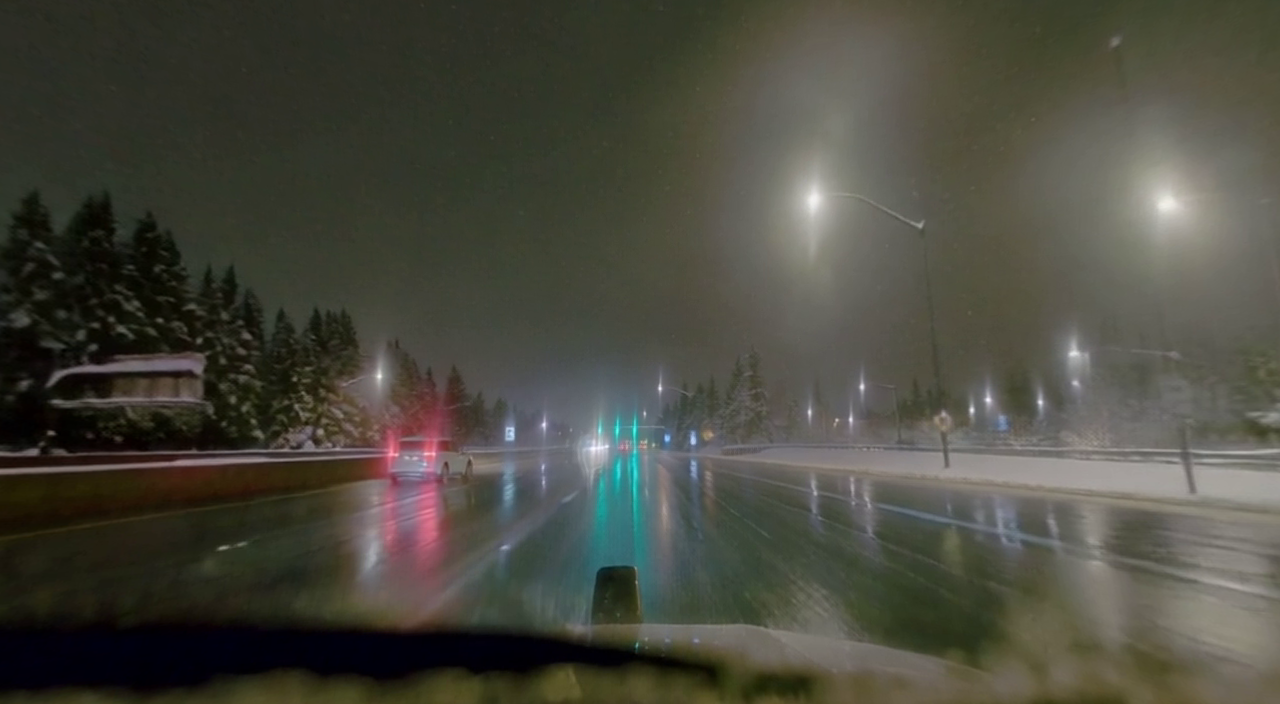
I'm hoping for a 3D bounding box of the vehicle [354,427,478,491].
[{"bbox_3d":[-7.025,3.408,20.488,2.231,1.807,4.758,0,-8,0],"label":"vehicle"}]
